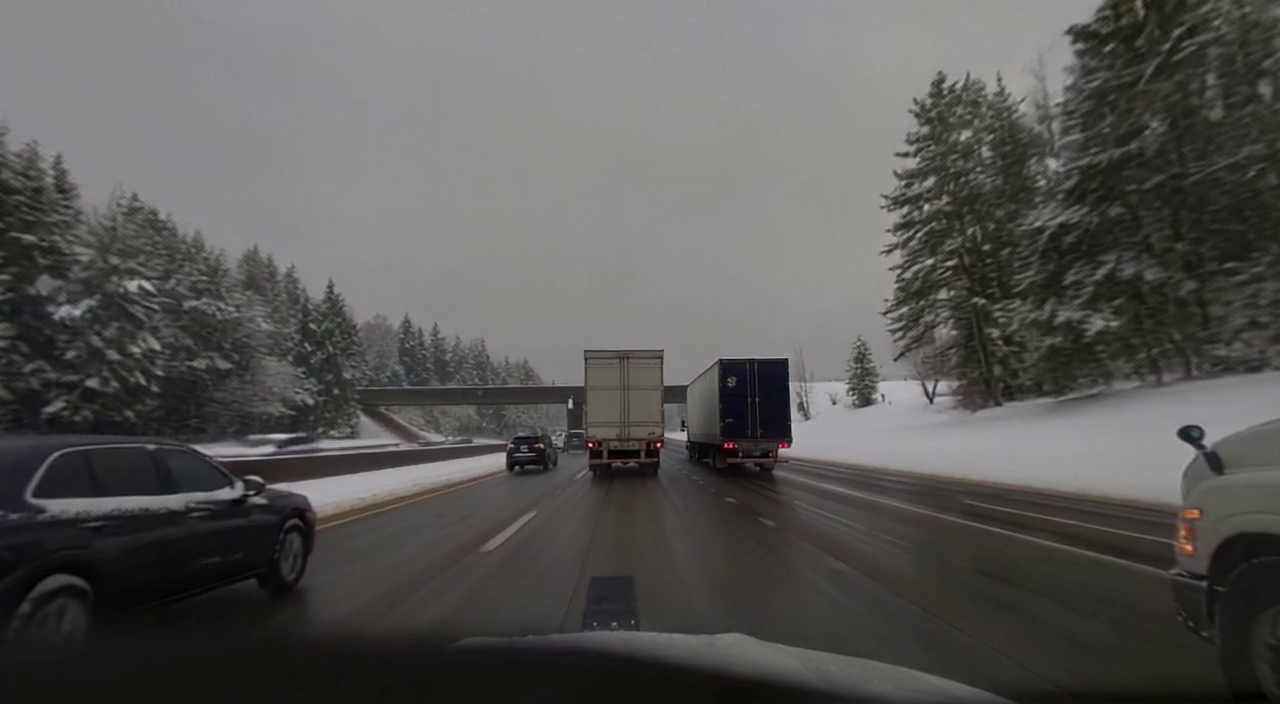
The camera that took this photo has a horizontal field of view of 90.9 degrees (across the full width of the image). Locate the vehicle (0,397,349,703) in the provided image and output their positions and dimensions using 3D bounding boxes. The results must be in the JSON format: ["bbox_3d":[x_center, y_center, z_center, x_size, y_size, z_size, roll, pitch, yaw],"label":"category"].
[{"bbox_3d":[-3.505,0.998,3.139,1.894,1.460,4.662,0,-8,0],"label":"vehicle"}]

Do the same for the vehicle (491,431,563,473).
[{"bbox_3d":[-4.230,3.789,24.128,2.049,1.483,3.786,0,-8,0],"label":"vehicle"}]

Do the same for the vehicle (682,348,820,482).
[{"bbox_3d":[3.616,2.576,24.109,2.817,3.886,11.491,0,-8,-2],"label":"vehicle"}]

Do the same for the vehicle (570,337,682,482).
[{"bbox_3d":[-0.552,2.307,23.053,3.090,4.065,10.702,0,-8,-2],"label":"vehicle"}]
